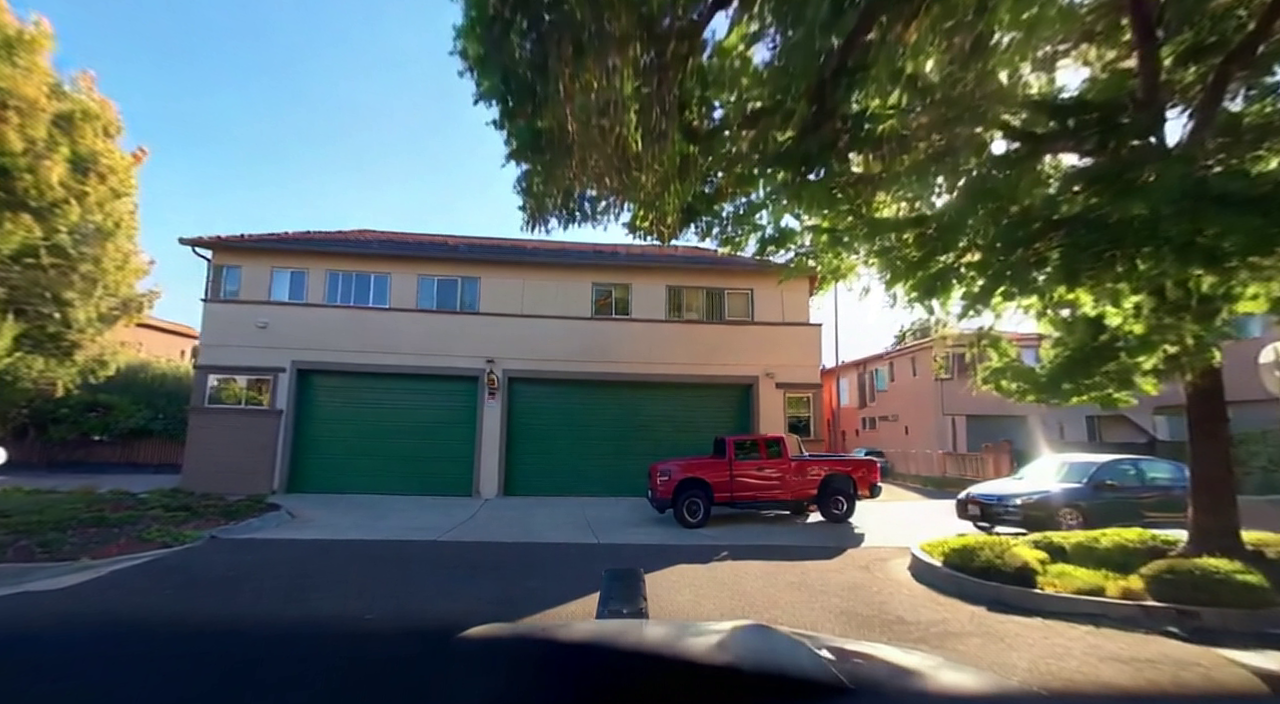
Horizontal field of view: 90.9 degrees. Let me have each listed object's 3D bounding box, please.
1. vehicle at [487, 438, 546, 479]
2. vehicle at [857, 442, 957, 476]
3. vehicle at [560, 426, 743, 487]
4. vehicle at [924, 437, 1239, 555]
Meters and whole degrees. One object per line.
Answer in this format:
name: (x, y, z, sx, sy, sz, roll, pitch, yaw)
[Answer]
vehicle: (-5.528, 4.761, 28.617, 1.869, 1.460, 3.826, -3, -5, 0)
vehicle: (14.326, 5.752, 34.062, 4.383, 1.784, 2.211, 0, -8, 0)
vehicle: (0.341, 3.360, 20.443, 5.600, 1.835, 2.161, 0, -9, -1)
vehicle: (7.470, 2.372, 10.954, 4.074, 1.617, 2.112, 1, -4, -8)
